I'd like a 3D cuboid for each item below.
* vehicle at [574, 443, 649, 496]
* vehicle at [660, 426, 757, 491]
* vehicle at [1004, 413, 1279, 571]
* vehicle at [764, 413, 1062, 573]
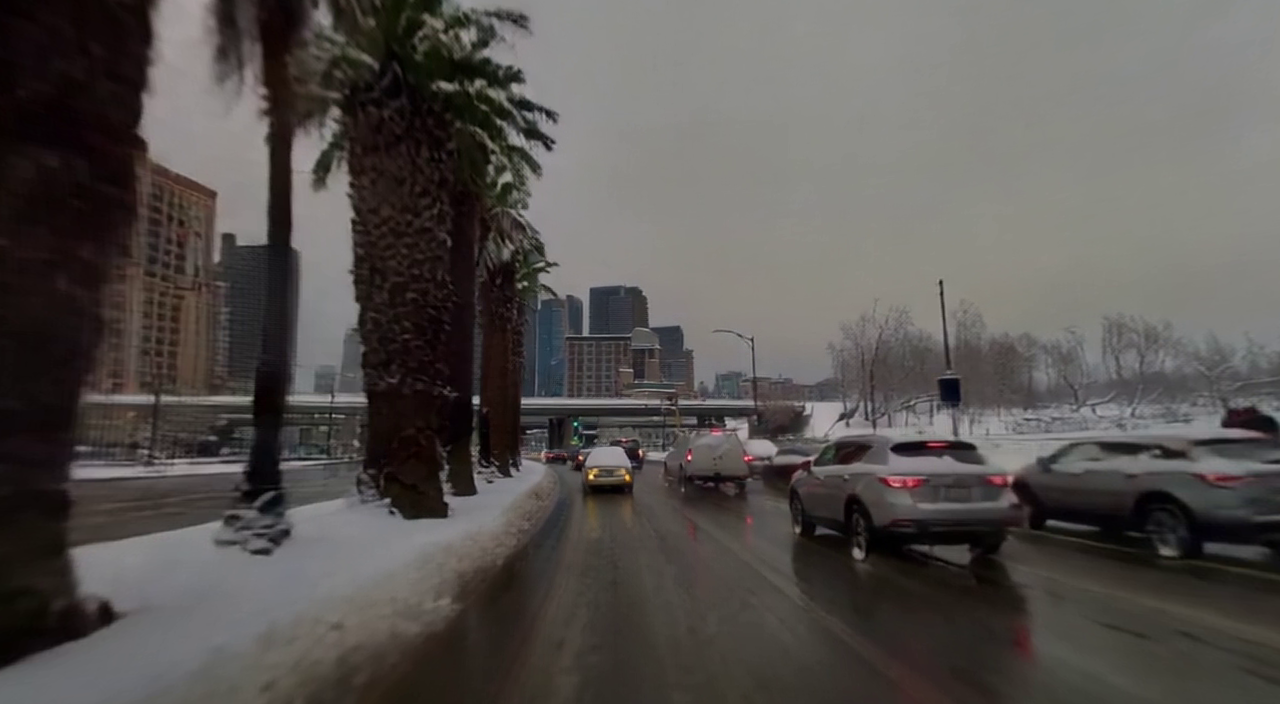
[{"bbox_3d":[-1.142,4.042,22.295,2.332,1.625,4.933,1,-9,-6],"label":"vehicle"},{"bbox_3d":[2.388,3.962,23.860,2.434,2.171,5.098,1,-9,-8],"label":"vehicle"},{"bbox_3d":[7.709,1.814,8.874,2.107,1.659,4.759,0,-9,-4],"label":"vehicle"},{"bbox_3d":[3.383,1.837,9.000,2.151,1.695,4.258,0,-9,-3],"label":"vehicle"}]
